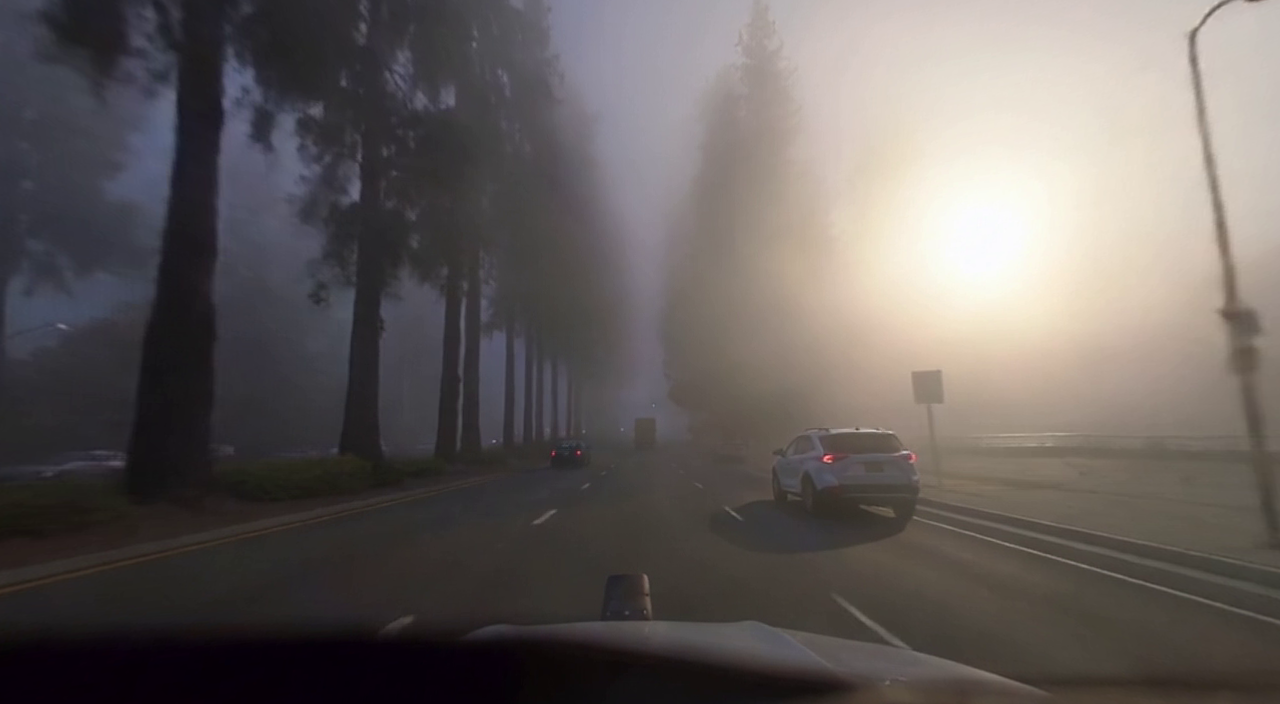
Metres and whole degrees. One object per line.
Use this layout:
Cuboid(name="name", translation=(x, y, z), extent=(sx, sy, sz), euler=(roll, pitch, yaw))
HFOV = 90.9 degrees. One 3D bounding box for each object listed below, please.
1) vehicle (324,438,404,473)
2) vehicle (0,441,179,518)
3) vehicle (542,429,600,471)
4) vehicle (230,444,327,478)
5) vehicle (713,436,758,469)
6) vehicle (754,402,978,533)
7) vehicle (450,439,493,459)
Cuboid(name="vehicle", translation=(-13.652, 5.135, 31.464), extent=(2.181, 1.604, 3.944), euler=(0, -8, 1))
Cuboid(name="vehicle", translation=(-13.826, 2.900, 14.893), extent=(2.142, 1.528, 4.804), euler=(0, -8, 1))
Cuboid(name="vehicle", translation=(-3.395, 4.971, 31.985), extent=(2.255, 1.940, 4.822), euler=(0, -8, 2))
Cuboid(name="vehicle", translation=(-17.137, 5.150, 30.169), extent=(1.819, 1.470, 4.631), euler=(0, -8, 1))
Cuboid(name="vehicle", translation=(5.531, 5.902, 37.143), extent=(2.280, 1.757, 4.572), euler=(-1, -8, 4))
Cuboid(name="vehicle", translation=(4.022, 2.220, 12.752), extent=(2.381, 2.008, 5.971), euler=(0, -8, 1))
Cuboid(name="vehicle", translation=(-12.828, 7.429, 48.345), extent=(1.897, 1.472, 4.592), euler=(0, -8, 2))
